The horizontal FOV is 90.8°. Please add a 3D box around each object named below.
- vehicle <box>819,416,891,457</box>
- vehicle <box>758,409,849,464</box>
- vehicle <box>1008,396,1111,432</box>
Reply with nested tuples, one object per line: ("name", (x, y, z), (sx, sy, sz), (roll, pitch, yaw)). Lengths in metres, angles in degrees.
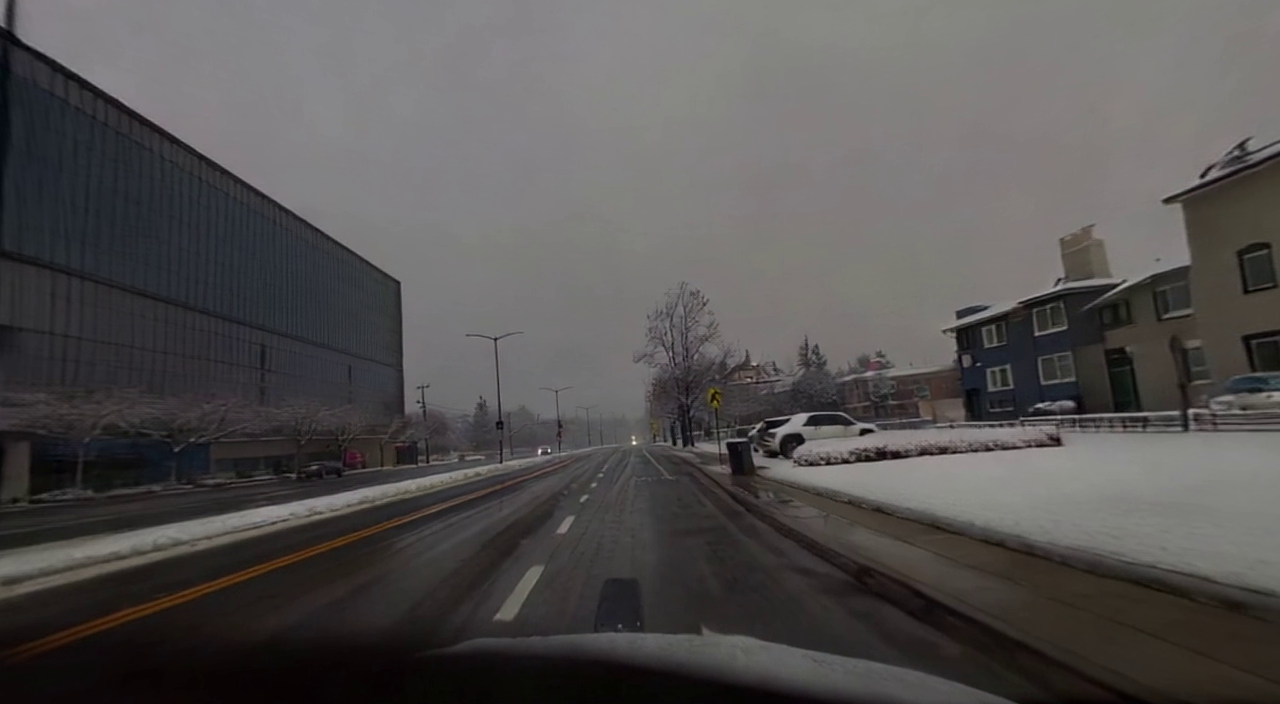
("vehicle", (8.740, 3.499, 26.001), (1.842, 1.535, 3.638), (0, -8, 3))
("vehicle", (6.391, 3.432, 25.411), (2.160, 1.944, 5.086), (0, -8, -2))
("vehicle", (19.777, 3.024, 30.046), (1.890, 1.492, 4.494), (0, -8, 2))
